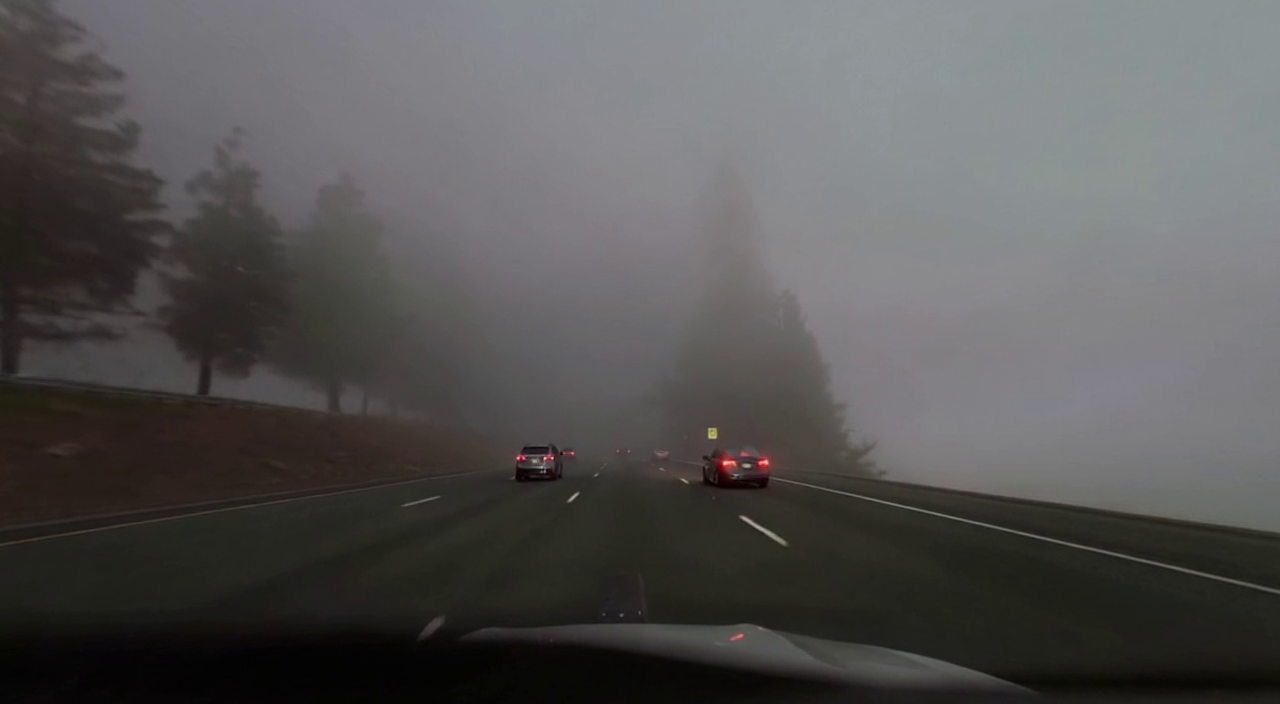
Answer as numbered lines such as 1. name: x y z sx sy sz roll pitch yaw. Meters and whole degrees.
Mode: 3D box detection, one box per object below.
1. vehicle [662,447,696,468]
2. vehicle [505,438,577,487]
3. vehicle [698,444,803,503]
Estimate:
1. vehicle: 2.811 7.683 46.072 2.021 1.447 3.985 0 -9 -3
2. vehicle: -3.871 4.390 25.444 2.244 1.755 4.417 0 -9 -1
3. vehicle: 2.927 3.331 17.826 1.947 1.437 4.345 0 -9 -3
